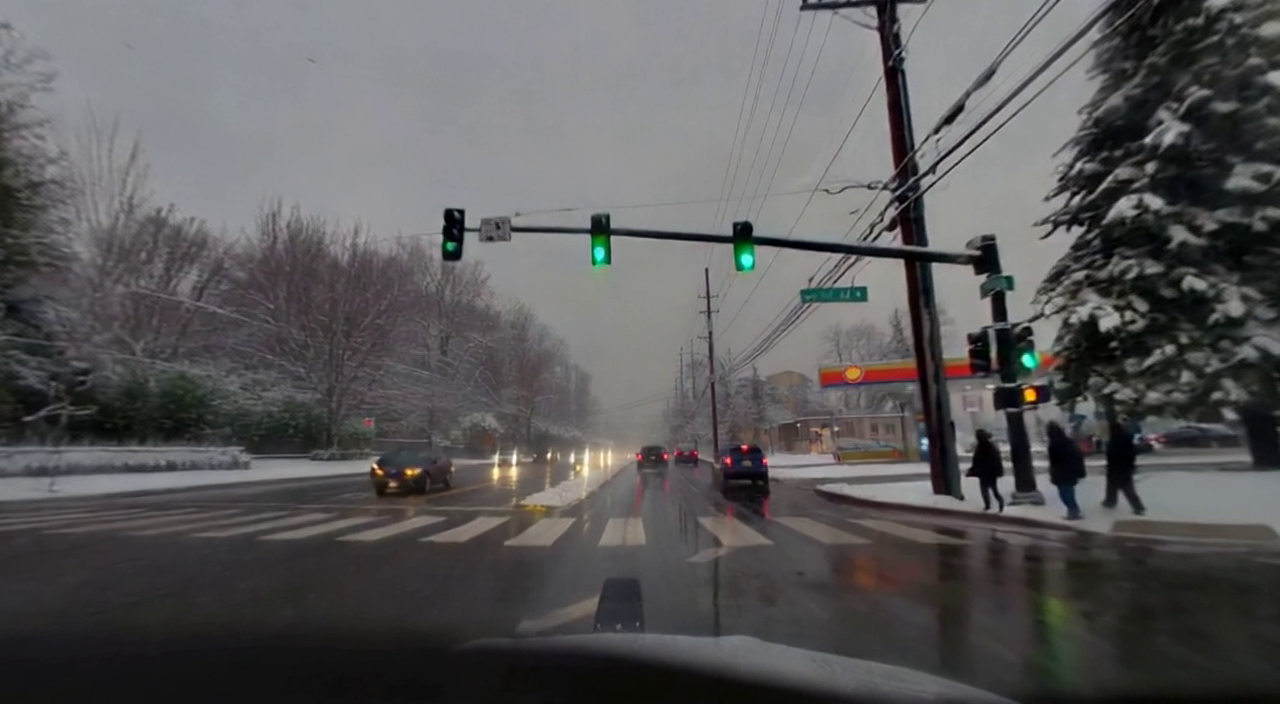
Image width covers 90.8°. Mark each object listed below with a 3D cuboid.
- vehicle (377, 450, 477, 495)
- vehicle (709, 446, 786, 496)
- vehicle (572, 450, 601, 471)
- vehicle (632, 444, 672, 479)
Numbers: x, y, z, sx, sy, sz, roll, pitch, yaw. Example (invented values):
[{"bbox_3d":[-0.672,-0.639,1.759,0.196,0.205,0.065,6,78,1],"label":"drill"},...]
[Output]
[{"bbox_3d":[-7.975,4.520,24.176,2.109,1.525,4.562,-1,-9,2],"label":"vehicle"},{"bbox_3d":[3.757,4.237,22.898,1.990,1.592,4.294,0,-9,0],"label":"vehicle"},{"bbox_3d":[-4.088,8.384,48.922,1.816,1.484,3.629,-1,-9,2],"label":"vehicle"},{"bbox_3d":[0.668,6.160,35.738,2.163,1.825,4.073,0,-9,1],"label":"vehicle"}]
